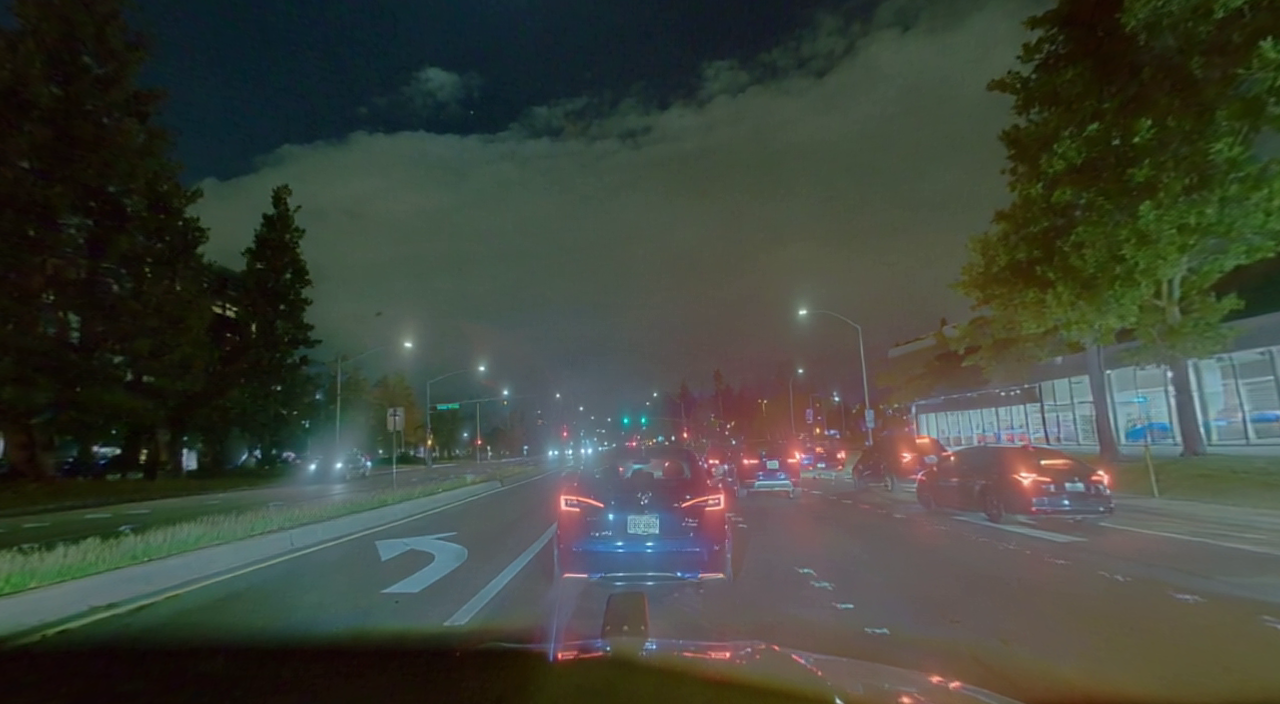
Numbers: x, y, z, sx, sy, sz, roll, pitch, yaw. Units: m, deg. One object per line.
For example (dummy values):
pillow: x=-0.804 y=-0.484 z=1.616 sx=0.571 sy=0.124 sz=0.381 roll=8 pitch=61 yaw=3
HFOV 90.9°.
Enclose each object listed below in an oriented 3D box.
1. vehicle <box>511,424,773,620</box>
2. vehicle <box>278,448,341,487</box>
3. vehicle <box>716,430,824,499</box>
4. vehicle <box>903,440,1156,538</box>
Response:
vehicle: x=-0.017 y=1.609 z=7.021 sx=1.977 sy=1.465 sz=4.376 roll=0 pitch=-8 yaw=-1
vehicle: x=-16.741 y=5.743 z=31.789 sx=2.163 sy=1.743 sz=4.428 roll=6 pitch=-10 yaw=-34
vehicle: x=3.608 y=3.207 z=18.457 sx=2.114 sy=1.736 sz=4.553 roll=0 pitch=-8 yaw=-1
vehicle: x=6.836 y=2.402 z=11.795 sx=1.911 sy=1.468 sz=4.417 roll=0 pitch=-8 yaw=0
